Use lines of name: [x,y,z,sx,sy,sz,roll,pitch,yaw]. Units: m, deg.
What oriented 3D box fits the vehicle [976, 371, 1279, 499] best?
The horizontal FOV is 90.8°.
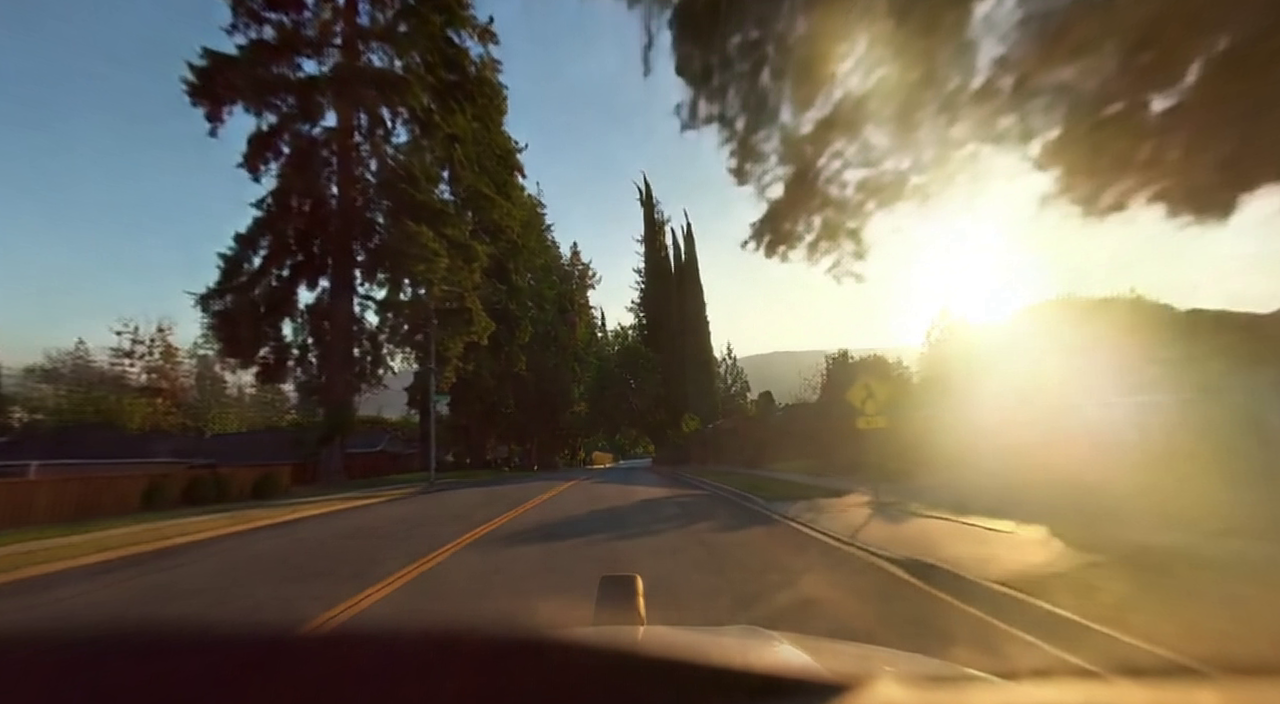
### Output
vehicle: [9.735,1.760,13.180,2.335,2.028,6.172,-1,-8,3]
